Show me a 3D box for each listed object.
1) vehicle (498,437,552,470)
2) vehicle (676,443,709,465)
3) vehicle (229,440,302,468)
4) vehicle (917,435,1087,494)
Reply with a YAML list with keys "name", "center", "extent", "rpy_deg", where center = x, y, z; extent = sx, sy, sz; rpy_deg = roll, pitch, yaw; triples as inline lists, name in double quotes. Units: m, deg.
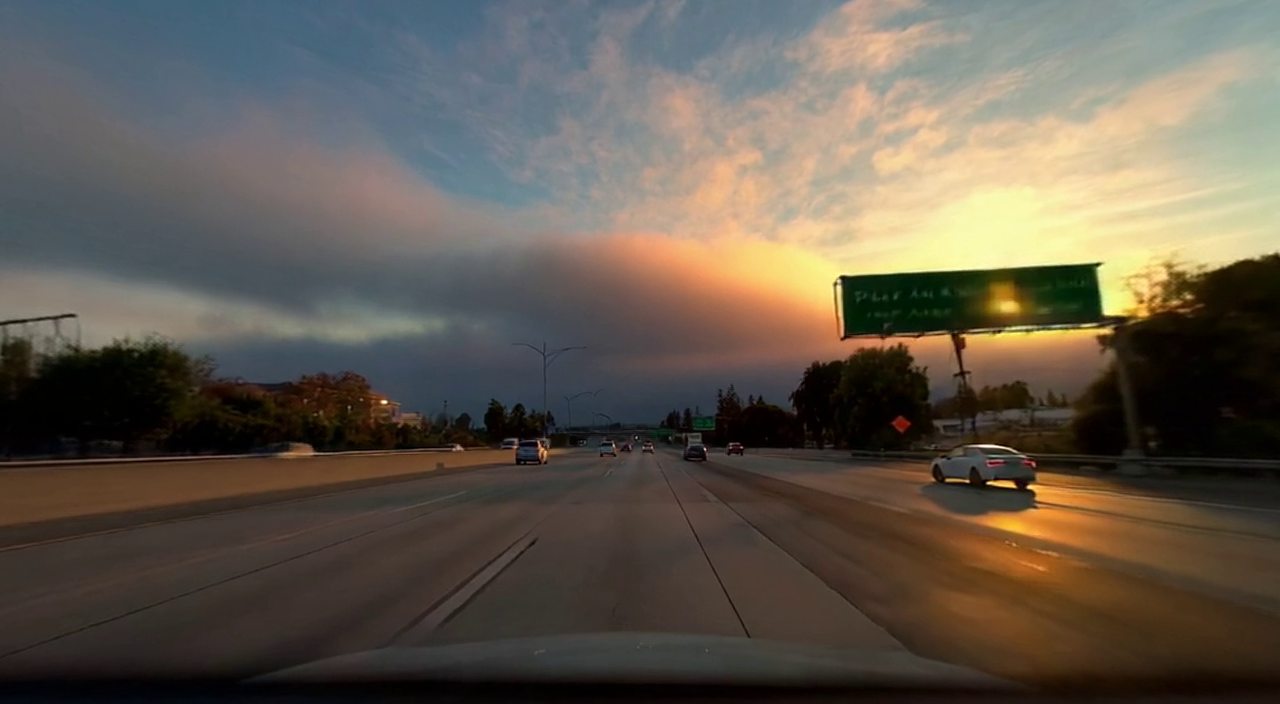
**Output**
- name: "vehicle"
  center: [-6.336, 5.660, 35.204]
  extent: [2.091, 1.746, 4.437]
  rpy_deg: [0, -9, 1]
- name: "vehicle"
  center: [3.595, 7.016, 43.355]
  extent: [1.950, 1.453, 3.378]
  rpy_deg: [0, -9, -1]
- name: "vehicle"
  center: [-21.127, 5.753, 35.570]
  extent: [1.834, 1.442, 3.673]
  rpy_deg: [0, -9, 0]
- name: "vehicle"
  center: [10.150, 3.189, 18.173]
  extent: [1.979, 1.467, 4.839]
  rpy_deg: [0, -9, -1]
